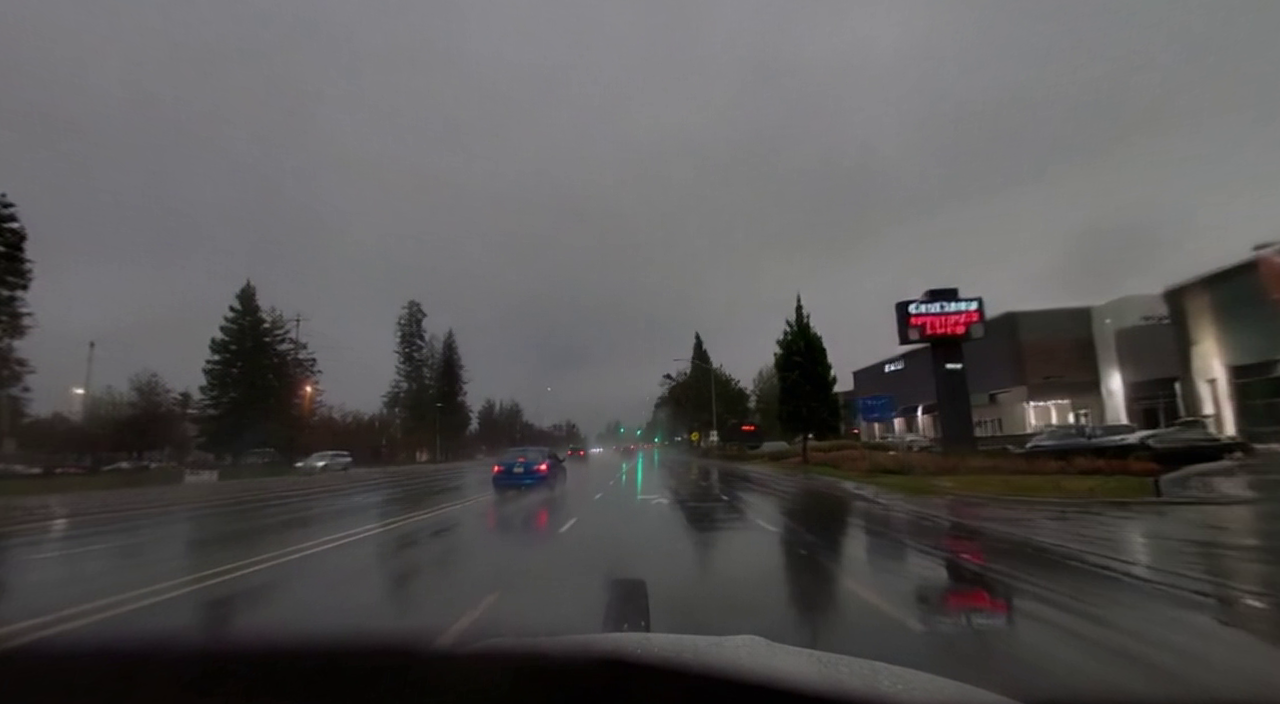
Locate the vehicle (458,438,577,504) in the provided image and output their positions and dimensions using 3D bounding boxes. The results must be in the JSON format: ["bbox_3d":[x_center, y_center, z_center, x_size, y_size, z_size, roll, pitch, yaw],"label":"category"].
[{"bbox_3d":[-3.031,3.063,16.663,2.152,1.479,4.394,0,-9,2],"label":"vehicle"}]
